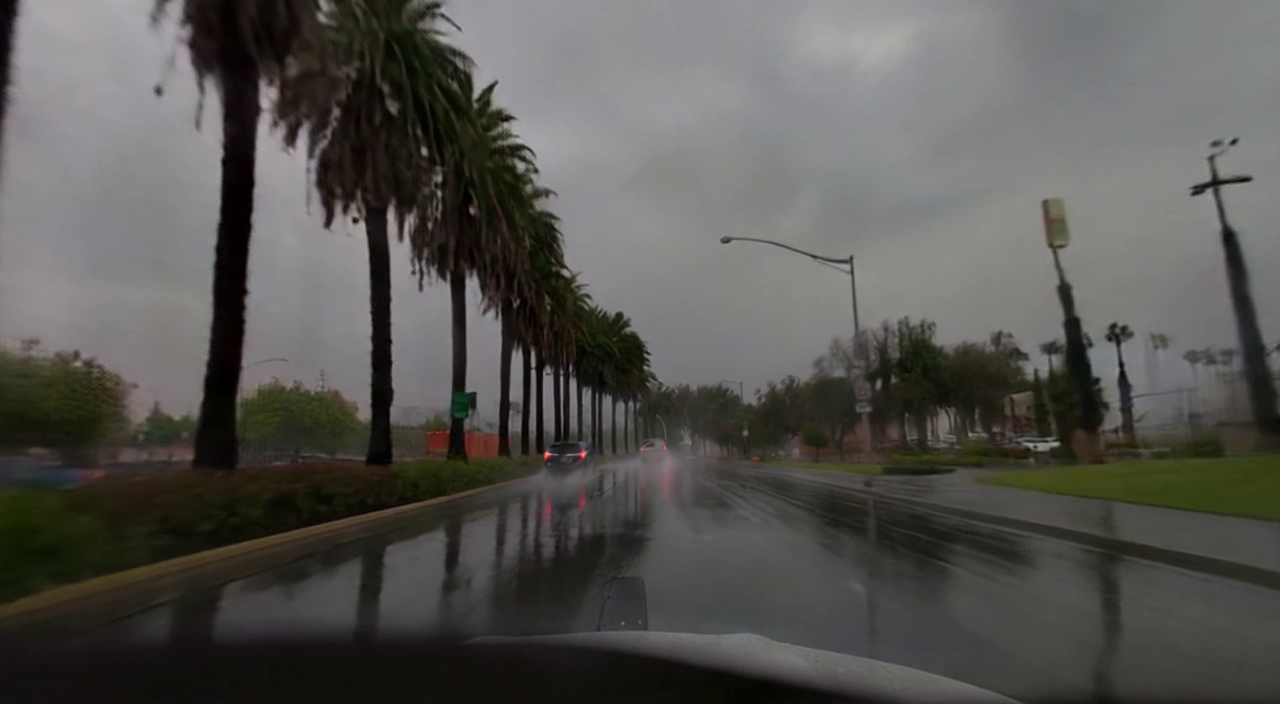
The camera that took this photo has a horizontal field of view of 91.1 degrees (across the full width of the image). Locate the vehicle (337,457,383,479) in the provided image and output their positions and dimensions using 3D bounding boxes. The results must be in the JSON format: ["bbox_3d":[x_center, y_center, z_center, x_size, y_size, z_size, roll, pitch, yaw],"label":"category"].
[{"bbox_3d":[-22.088,9.088,49.495,2.079,1.515,4.616,7,-11,-39],"label":"vehicle"}]

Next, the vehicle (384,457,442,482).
[{"bbox_3d":[-15.532,8.035,43.204,2.255,1.551,4.298,0,-8,2],"label":"vehicle"}]

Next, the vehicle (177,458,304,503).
[{"bbox_3d":[-16.023,5.132,25.522,2.195,1.559,4.362,0,-8,2],"label":"vehicle"}]

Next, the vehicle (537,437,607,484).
[{"bbox_3d":[-2.757,4.540,26.647,2.188,1.819,4.667,-1,-8,4],"label":"vehicle"}]
